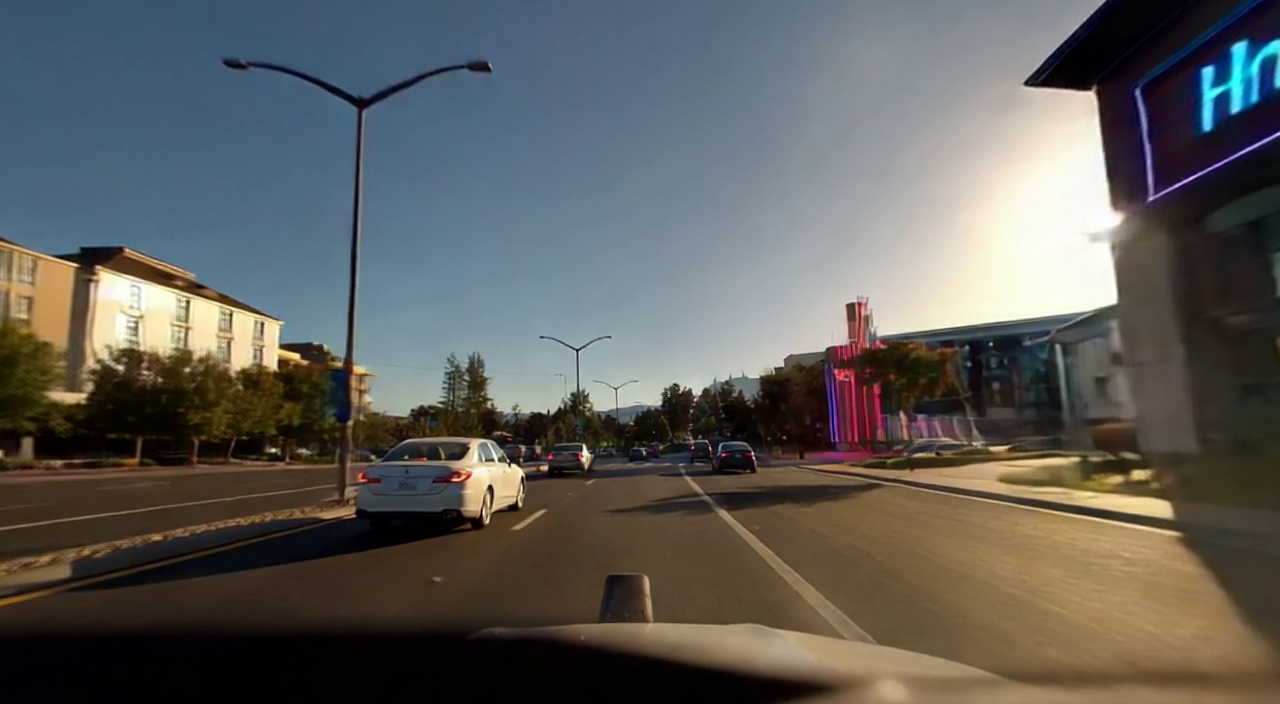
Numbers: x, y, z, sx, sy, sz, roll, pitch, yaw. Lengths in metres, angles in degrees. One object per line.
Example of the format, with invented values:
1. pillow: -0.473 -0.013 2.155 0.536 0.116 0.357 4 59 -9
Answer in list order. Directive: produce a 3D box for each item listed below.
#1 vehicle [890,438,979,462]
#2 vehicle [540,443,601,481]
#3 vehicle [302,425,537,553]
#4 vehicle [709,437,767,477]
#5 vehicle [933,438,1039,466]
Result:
1. vehicle: 18.759 6.267 40.358 4.583 1.491 2.192 0 -8 -1
2. vehicle: -2.872 4.652 27.005 1.980 1.454 4.226 -1 -8 3
3. vehicle: -3.101 2.030 10.078 2.118 1.568 4.436 0 -8 1
4. vehicle: 4.538 4.924 29.778 2.103 1.699 4.171 0 -8 1
5. vehicle: 18.920 5.477 34.630 4.502 1.454 2.129 0 -9 0
